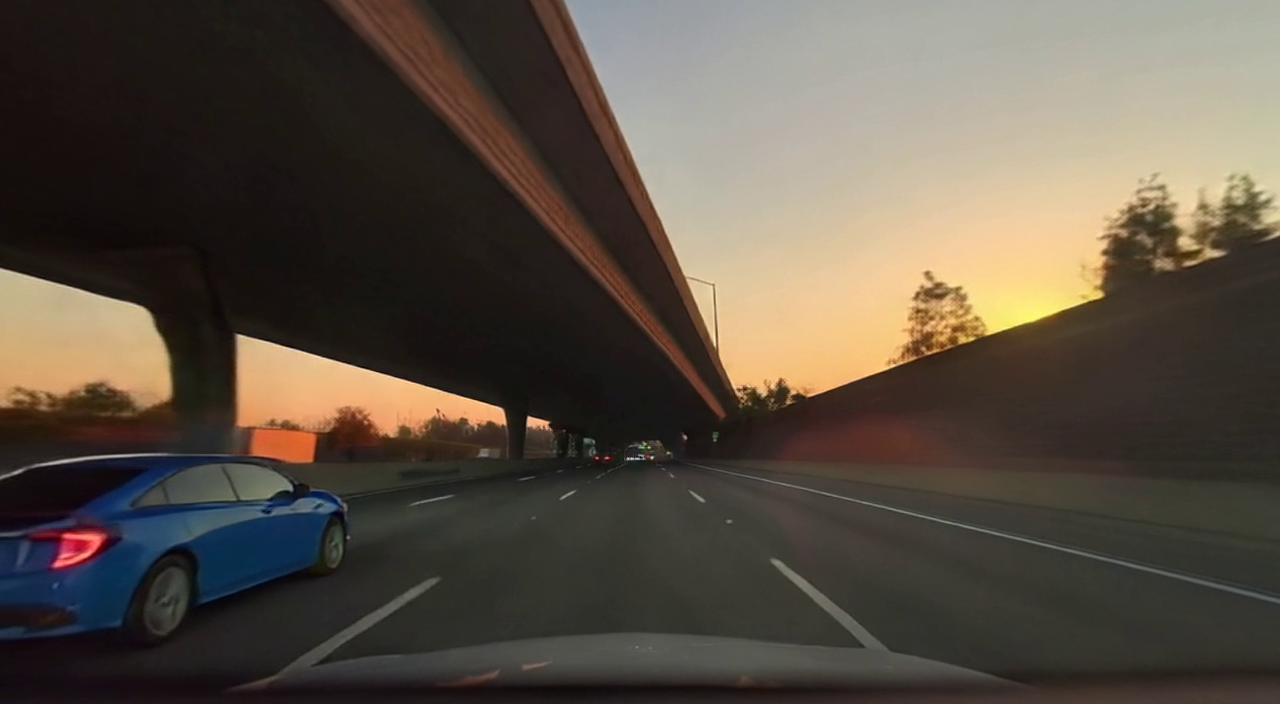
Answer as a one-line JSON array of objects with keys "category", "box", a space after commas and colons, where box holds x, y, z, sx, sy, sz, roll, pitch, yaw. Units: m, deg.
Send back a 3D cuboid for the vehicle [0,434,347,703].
[{"category": "vehicle", "box": [-3.957, 1.353, 4.395, 1.935, 1.479, 3.787, 0, -9, 1]}]
